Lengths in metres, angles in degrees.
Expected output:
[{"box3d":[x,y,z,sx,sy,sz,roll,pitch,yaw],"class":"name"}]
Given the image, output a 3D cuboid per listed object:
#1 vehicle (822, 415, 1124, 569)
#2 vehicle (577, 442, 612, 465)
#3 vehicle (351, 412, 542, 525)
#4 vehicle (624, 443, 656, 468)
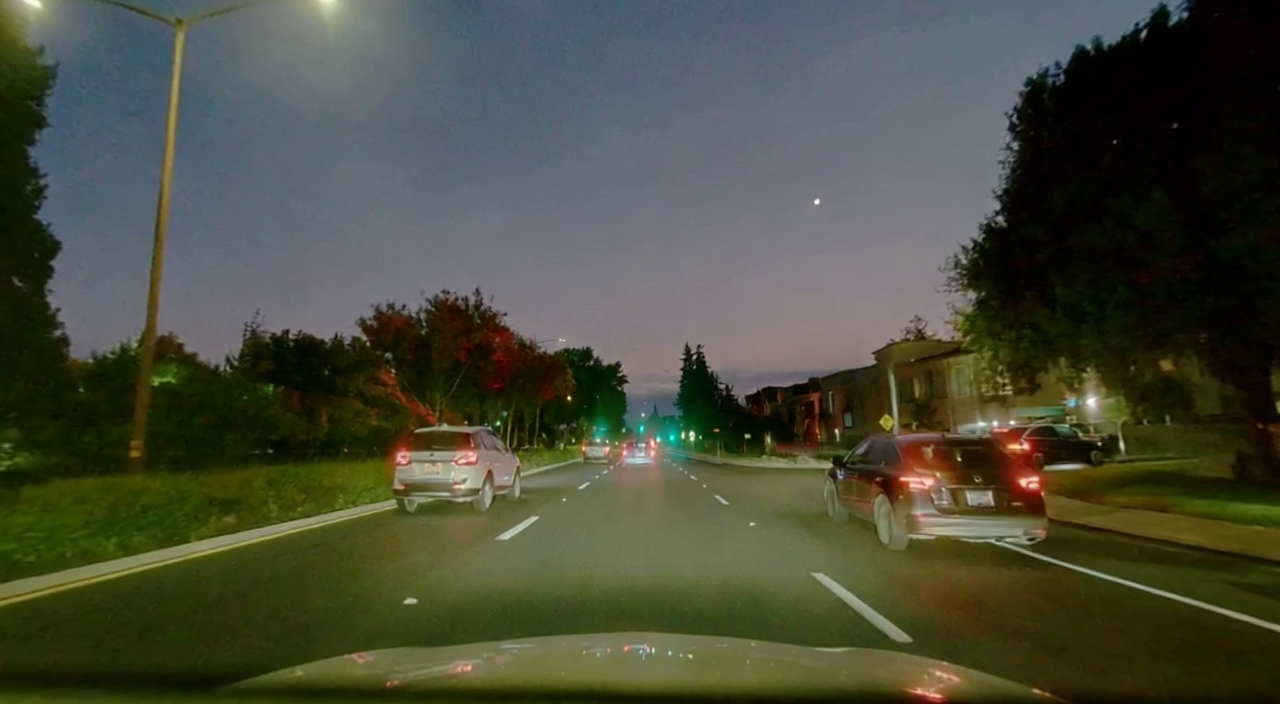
[{"box3d":[4.101,1.785,8.798,1.969,1.593,4.293,0,-8,2],"class":"vehicle"},{"box3d":[-3.303,7.474,46.609,2.091,1.548,4.604,0,-8,2],"class":"vehicle"},{"box3d":[-3.568,2.281,12.863,2.216,1.828,4.886,0,-8,2],"class":"vehicle"},{"box3d":[0.062,6.630,40.686,1.940,1.501,4.133,0,-8,1],"class":"vehicle"}]
